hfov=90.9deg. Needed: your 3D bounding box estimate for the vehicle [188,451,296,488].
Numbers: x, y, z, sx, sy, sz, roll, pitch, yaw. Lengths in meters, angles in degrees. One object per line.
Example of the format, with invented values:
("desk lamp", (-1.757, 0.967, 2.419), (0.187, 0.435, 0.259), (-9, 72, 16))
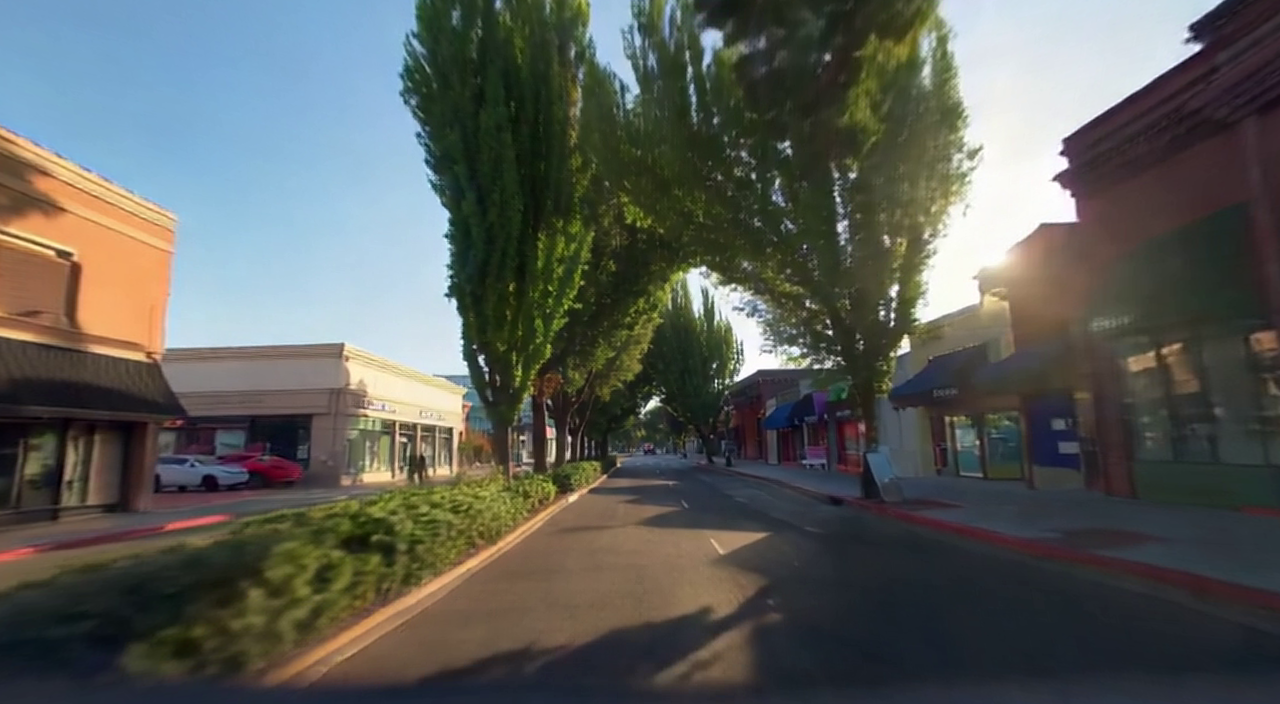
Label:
("vehicle", (-18.157, 5.350, 29.117), (1.837, 1.471, 4.756), (0, -8, 1))
